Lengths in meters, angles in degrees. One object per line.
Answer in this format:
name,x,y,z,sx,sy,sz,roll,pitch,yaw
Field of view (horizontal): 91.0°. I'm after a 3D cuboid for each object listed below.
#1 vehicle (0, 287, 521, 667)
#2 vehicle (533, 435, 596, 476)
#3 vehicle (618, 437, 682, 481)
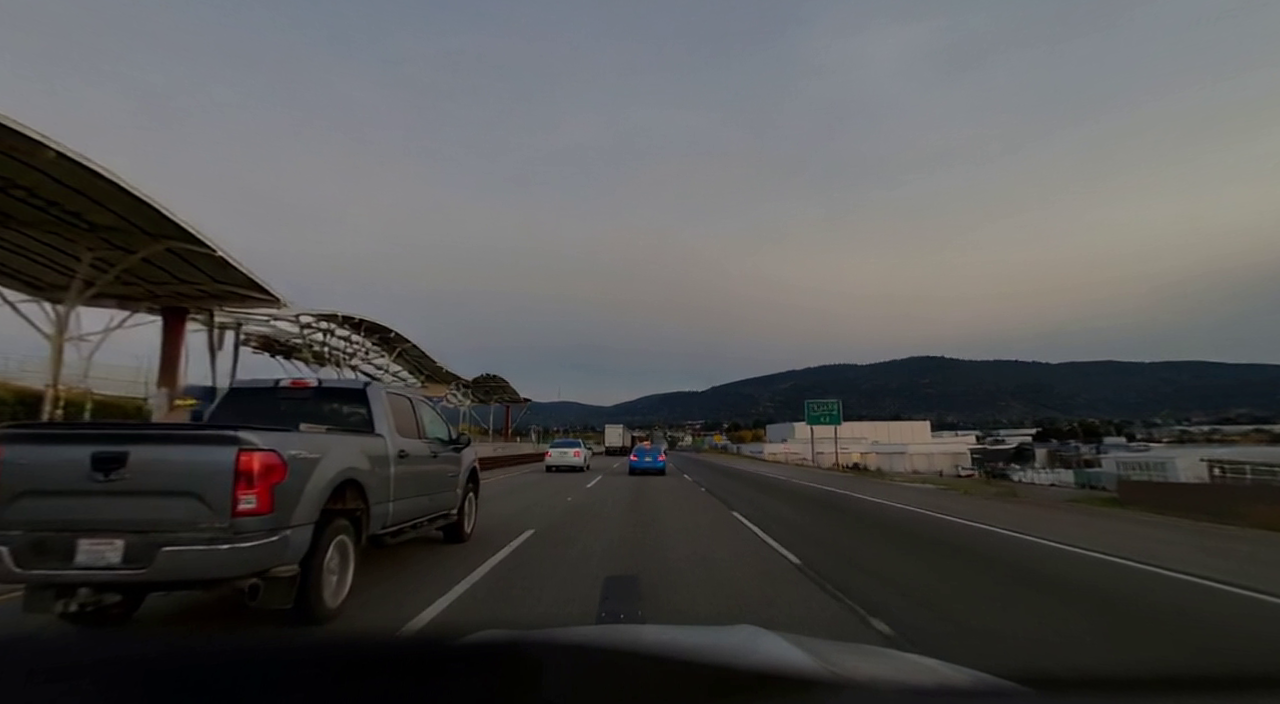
vehicle,-3.455,1.182,7.165,2.733,2.230,6.820,0,-8,1
vehicle,-3.225,4.546,27.907,2.151,1.613,4.786,0,-8,1
vehicle,0.349,3.991,23.724,2.171,1.493,4.081,0,-8,0
